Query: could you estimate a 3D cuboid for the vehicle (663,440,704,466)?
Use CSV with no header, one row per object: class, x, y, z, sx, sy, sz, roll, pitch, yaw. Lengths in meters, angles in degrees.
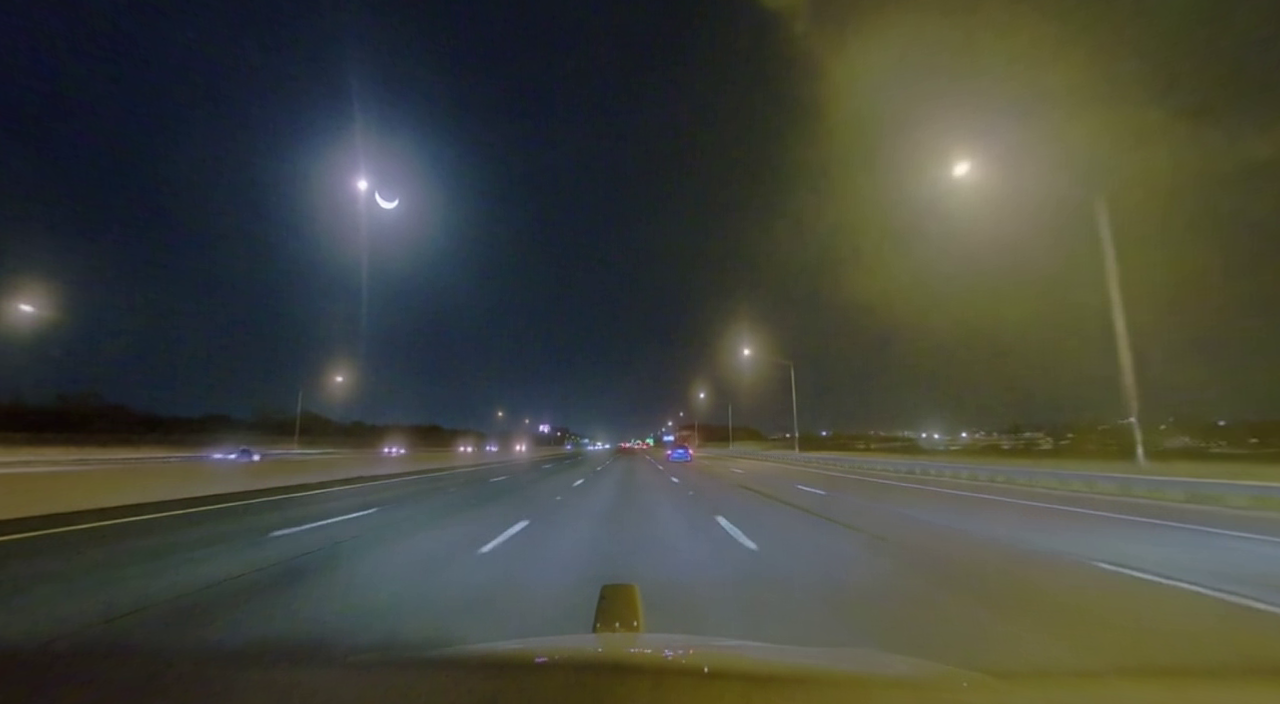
vehicle,2.766,6.504,40.937,2.270,1.615,3.770,0,-8,-2
